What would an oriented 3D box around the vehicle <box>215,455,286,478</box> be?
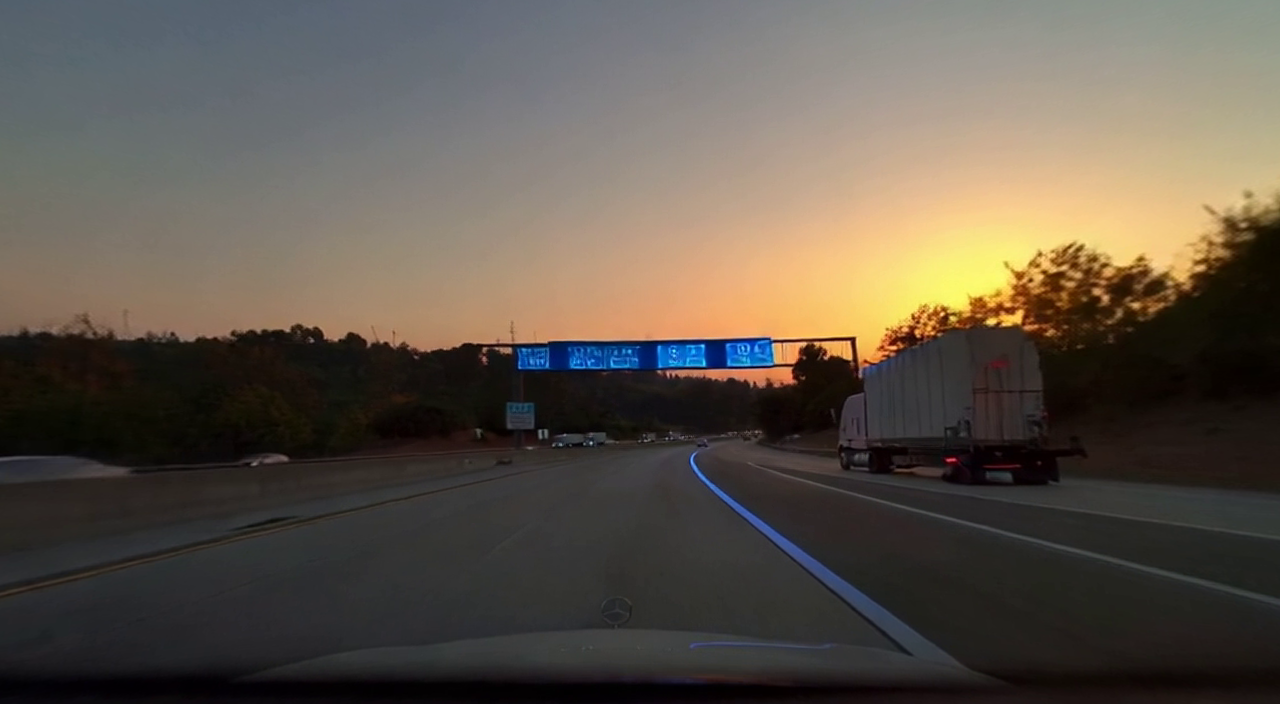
[{"bbox_3d":[-28.161,8.268,45.691,2.024,1.472,4.537,-1,-8,4],"label":"vehicle"}]
